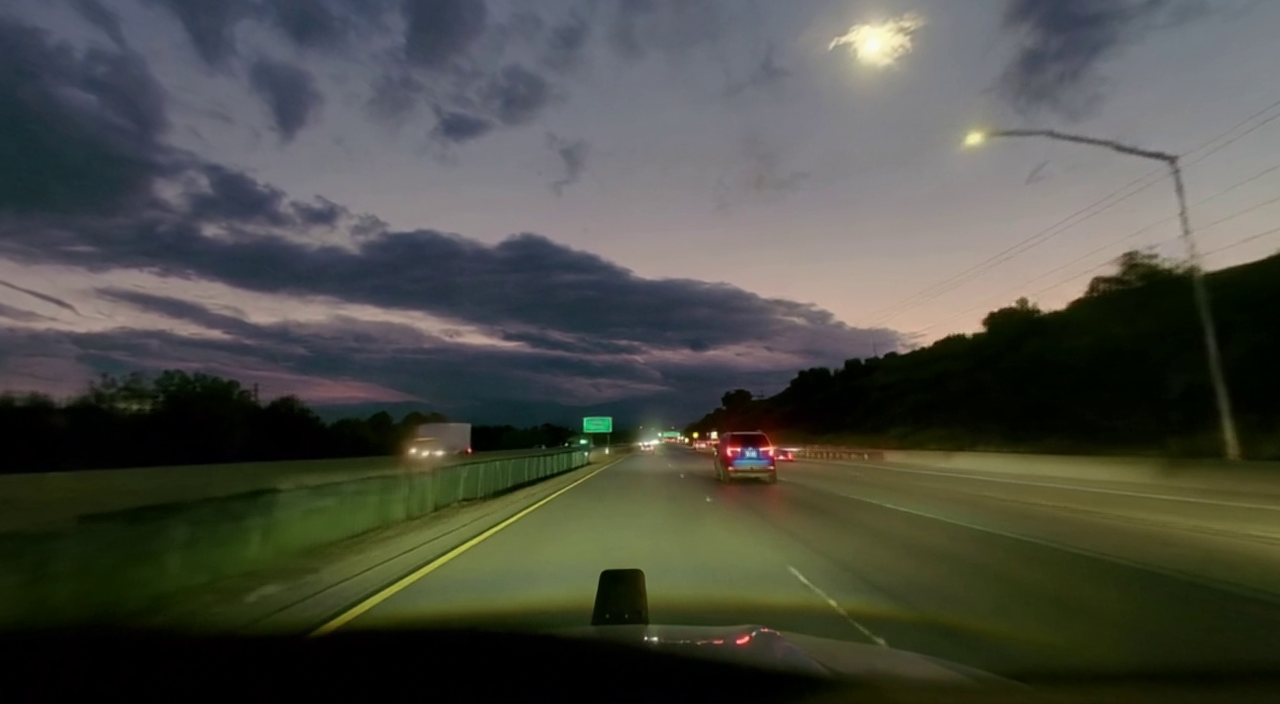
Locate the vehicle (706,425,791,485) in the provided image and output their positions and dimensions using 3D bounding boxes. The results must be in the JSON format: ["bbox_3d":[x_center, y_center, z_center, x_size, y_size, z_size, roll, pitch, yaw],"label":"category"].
[{"bbox_3d":[3.586,3.503,21.722,2.120,1.832,4.287,0,-8,-1],"label":"vehicle"}]
